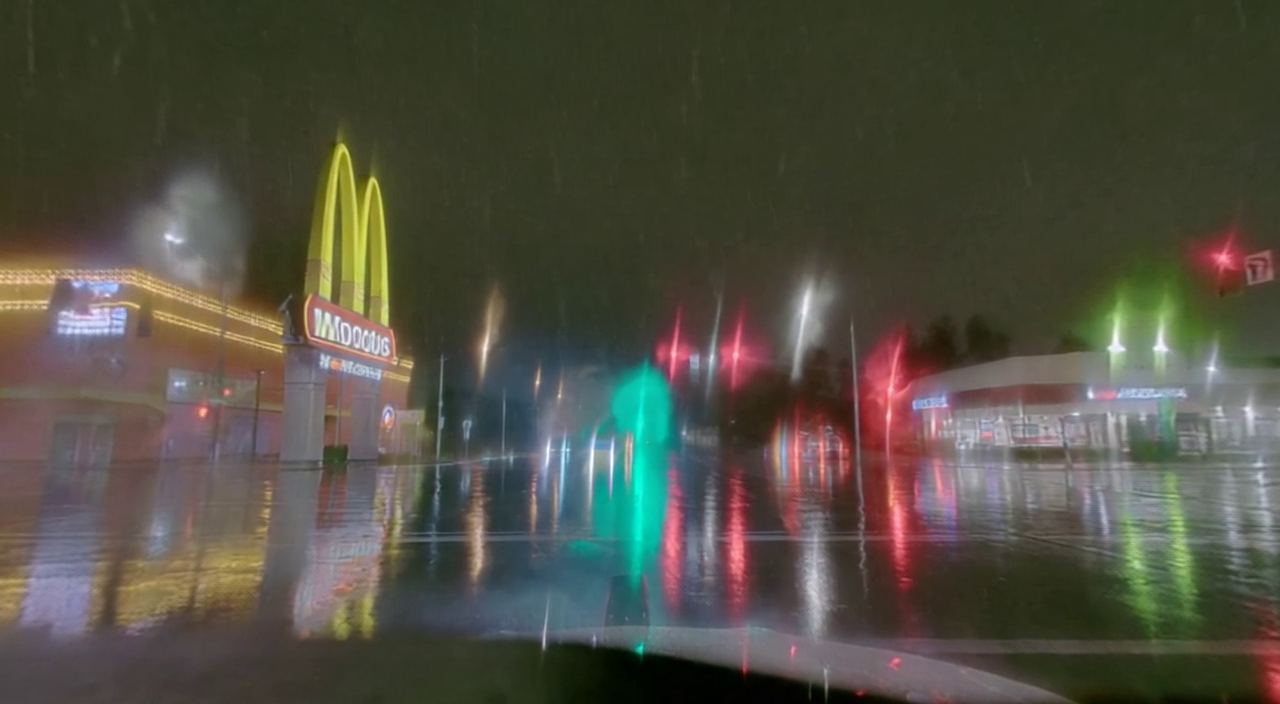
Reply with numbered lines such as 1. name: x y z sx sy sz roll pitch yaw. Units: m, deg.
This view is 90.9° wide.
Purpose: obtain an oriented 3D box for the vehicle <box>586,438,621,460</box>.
1. vehicle: -2.512 6.783 44.113 2.104 1.468 4.195 0 -8 1
